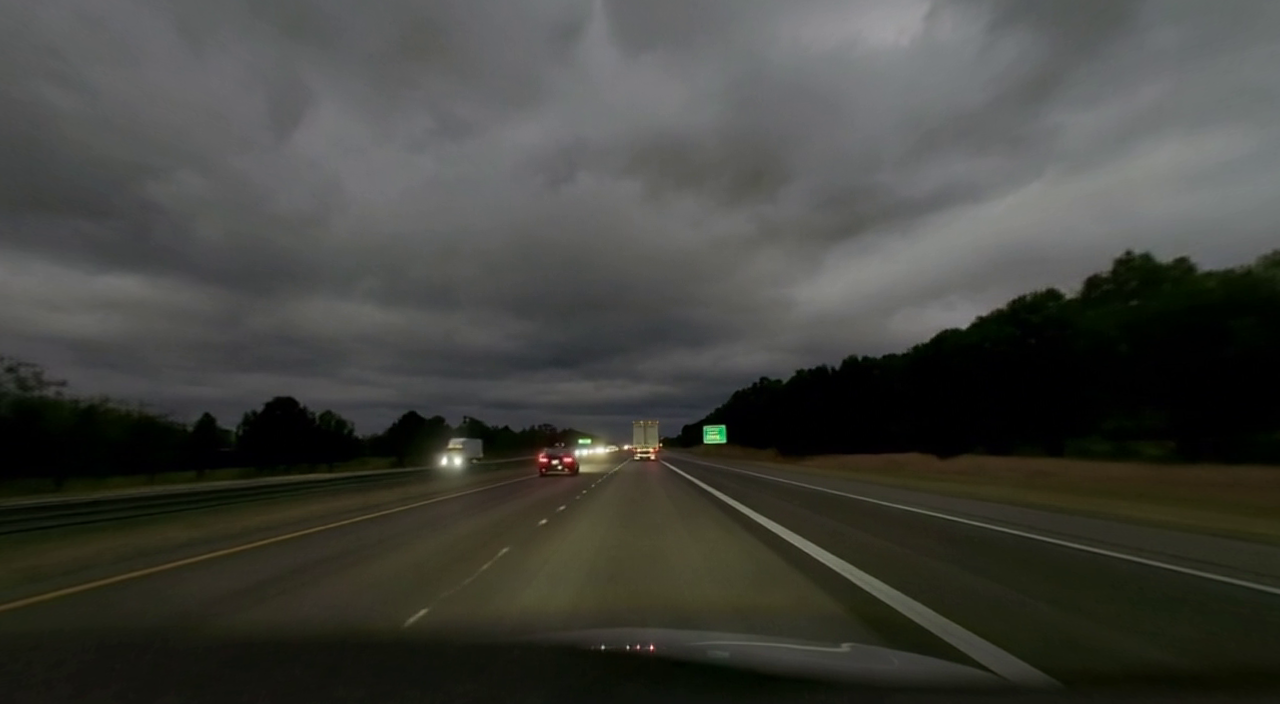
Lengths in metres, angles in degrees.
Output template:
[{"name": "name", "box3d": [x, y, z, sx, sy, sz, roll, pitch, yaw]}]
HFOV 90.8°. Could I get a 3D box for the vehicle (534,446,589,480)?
[{"name": "vehicle", "box3d": [-3.512, 5.040, 28.867, 1.955, 1.438, 4.100, -1, -9, 1]}]
